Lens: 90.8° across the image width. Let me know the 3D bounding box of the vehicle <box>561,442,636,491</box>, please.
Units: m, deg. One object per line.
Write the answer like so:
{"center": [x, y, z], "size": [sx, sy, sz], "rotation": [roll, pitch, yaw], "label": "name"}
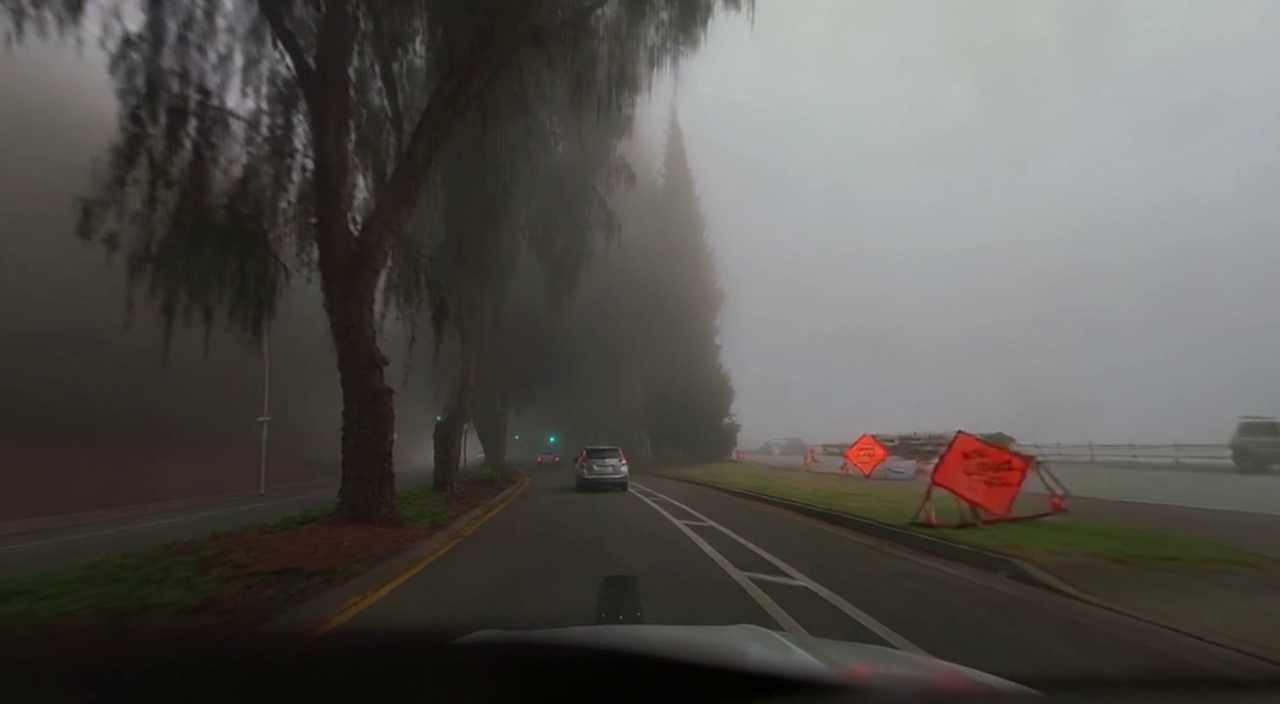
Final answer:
{"center": [-1.554, 3.905, 21.983], "size": [2.266, 1.508, 4.430], "rotation": [1, -9, -8], "label": "vehicle"}
